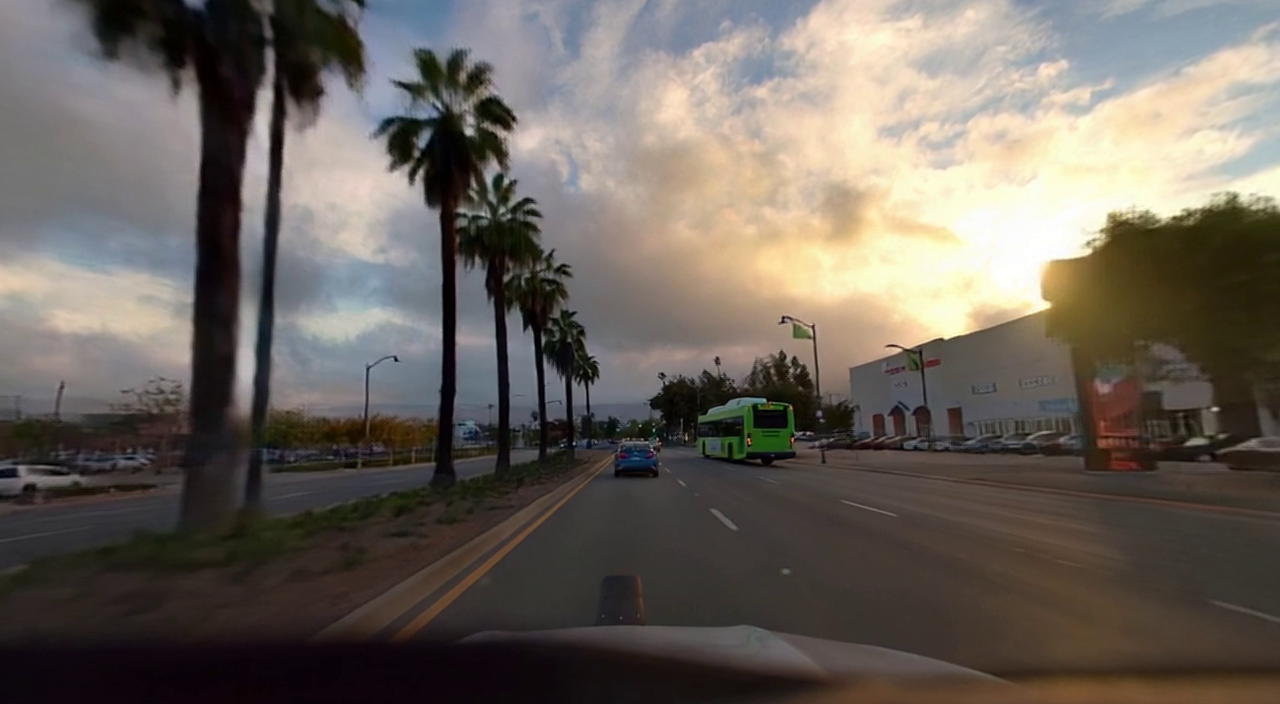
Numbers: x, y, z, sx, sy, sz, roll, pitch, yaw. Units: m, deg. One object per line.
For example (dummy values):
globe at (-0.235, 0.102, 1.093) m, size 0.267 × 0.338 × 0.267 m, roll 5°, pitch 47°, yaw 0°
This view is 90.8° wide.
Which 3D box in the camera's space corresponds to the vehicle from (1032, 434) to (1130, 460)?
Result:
vehicle at (25.780, 5.568, 37.012) m, size 4.319 × 1.444 × 1.888 m, roll 0°, pitch -9°, yaw -2°

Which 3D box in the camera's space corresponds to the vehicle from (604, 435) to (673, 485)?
vehicle at (-0.076, 3.555, 21.074) m, size 2.065 × 1.477 × 4.306 m, roll 0°, pitch -9°, yaw -1°

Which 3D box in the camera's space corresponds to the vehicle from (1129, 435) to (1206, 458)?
vehicle at (34.757, 6.235, 41.678) m, size 3.494 × 1.498 × 1.704 m, roll 0°, pitch -9°, yaw 2°

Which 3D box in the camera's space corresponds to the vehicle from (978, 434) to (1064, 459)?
vehicle at (25.190, 6.267, 41.862) m, size 4.492 × 1.492 × 1.855 m, roll -1°, pitch -9°, yaw -1°

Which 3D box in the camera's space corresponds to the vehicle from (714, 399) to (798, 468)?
vehicle at (6.238, 4.684, 35.685) m, size 2.795 × 3.383 × 9.287 m, roll 0°, pitch -9°, yaw -1°
